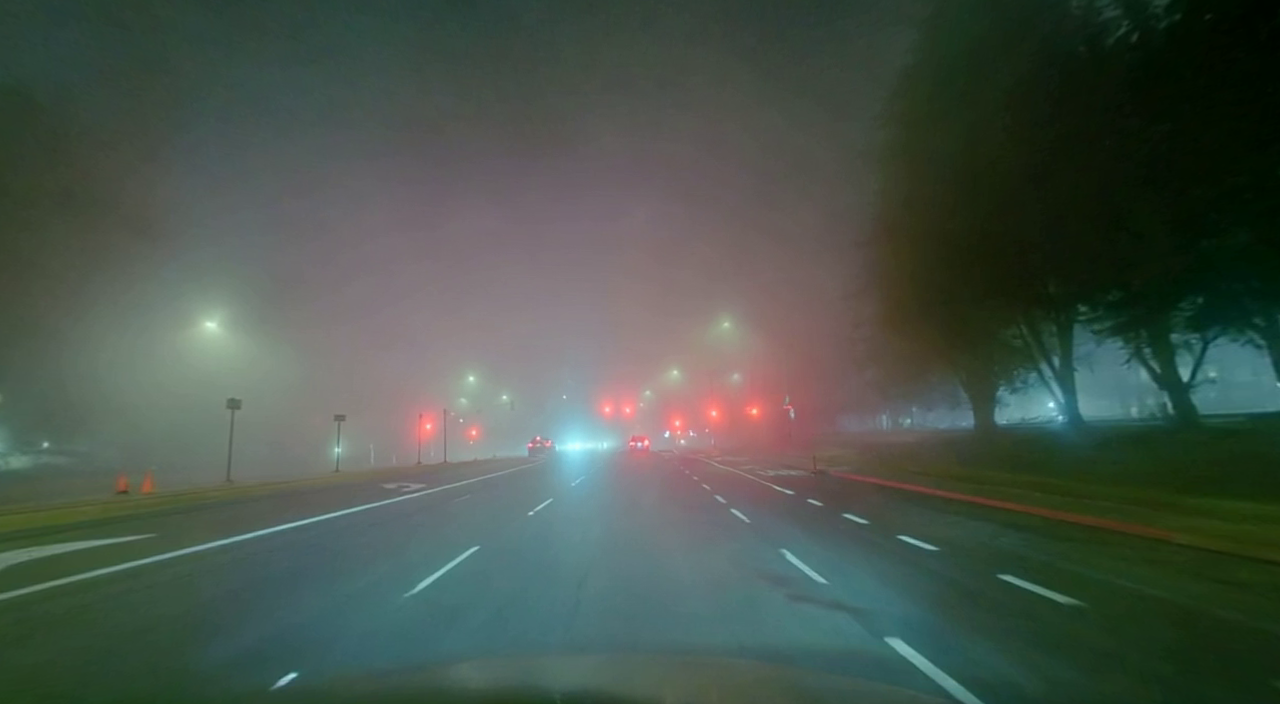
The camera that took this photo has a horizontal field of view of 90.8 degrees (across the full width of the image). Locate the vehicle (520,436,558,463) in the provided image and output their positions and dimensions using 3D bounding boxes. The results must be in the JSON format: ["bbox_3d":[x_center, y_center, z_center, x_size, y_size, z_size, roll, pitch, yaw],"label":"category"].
[{"bbox_3d":[-6.423,6.252,40.594,1.869,1.570,4.064,0,-8,-2],"label":"vehicle"}]
